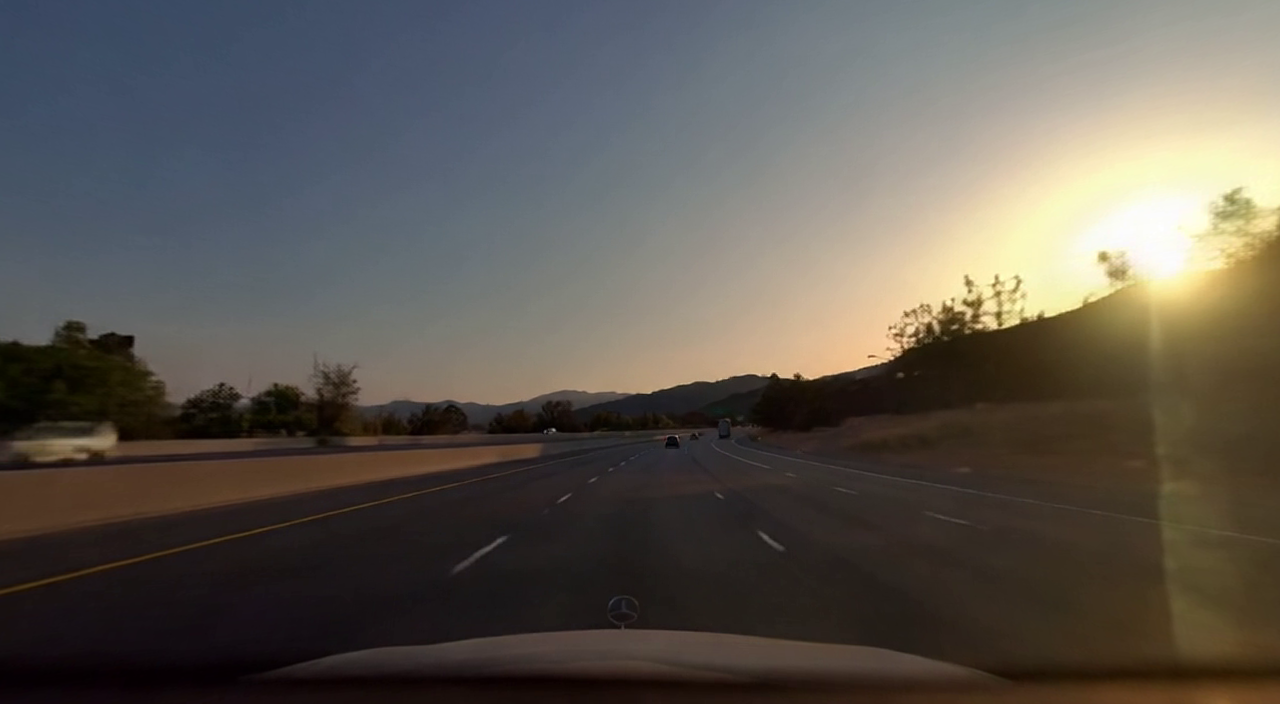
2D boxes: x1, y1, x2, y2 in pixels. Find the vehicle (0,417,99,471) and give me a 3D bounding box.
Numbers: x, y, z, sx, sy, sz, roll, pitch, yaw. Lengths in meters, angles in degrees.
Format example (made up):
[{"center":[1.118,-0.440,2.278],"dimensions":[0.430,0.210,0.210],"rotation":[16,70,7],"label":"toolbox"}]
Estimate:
[{"center":[-25.690,3.792,25.813],"dimensions":[2.140,2.045,5.144],"rotation":[-1,-8,2],"label":"vehicle"}]
